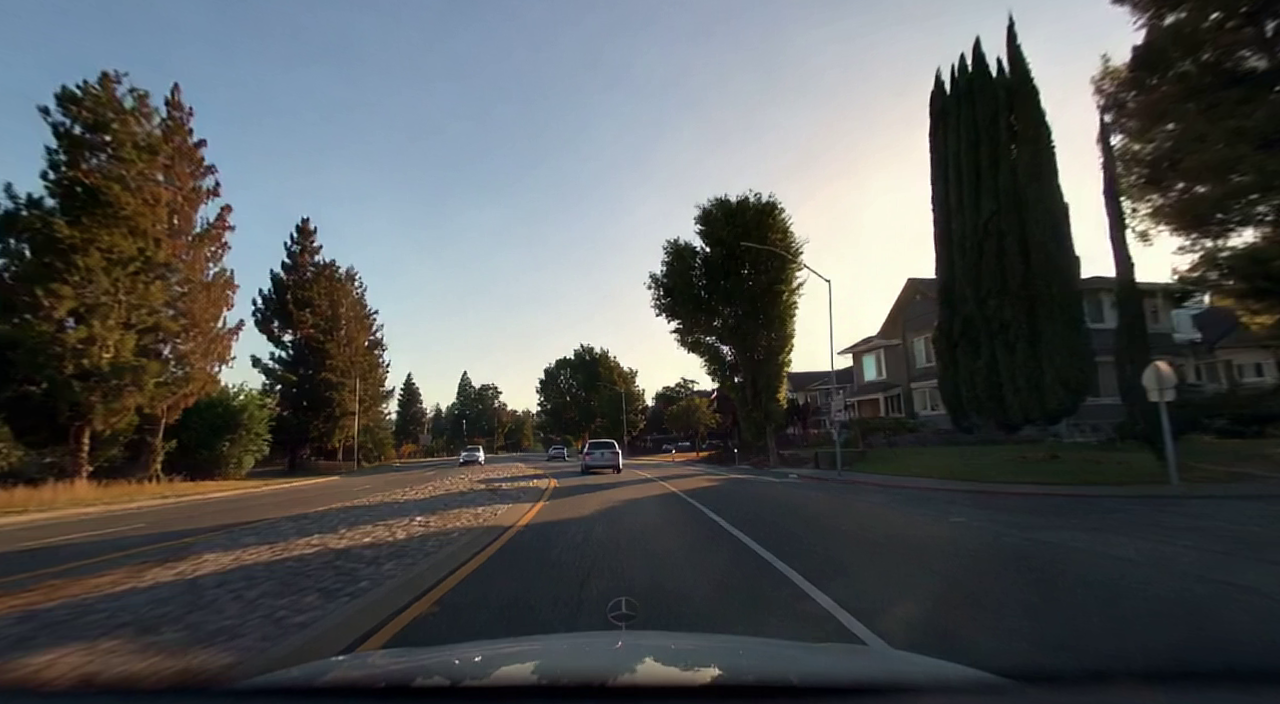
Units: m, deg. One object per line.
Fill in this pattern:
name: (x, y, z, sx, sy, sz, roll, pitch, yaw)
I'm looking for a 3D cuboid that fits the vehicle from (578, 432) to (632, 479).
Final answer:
vehicle: (-1.717, 4.804, 29.402, 2.072, 2.002, 4.391, 1, -9, -9)
